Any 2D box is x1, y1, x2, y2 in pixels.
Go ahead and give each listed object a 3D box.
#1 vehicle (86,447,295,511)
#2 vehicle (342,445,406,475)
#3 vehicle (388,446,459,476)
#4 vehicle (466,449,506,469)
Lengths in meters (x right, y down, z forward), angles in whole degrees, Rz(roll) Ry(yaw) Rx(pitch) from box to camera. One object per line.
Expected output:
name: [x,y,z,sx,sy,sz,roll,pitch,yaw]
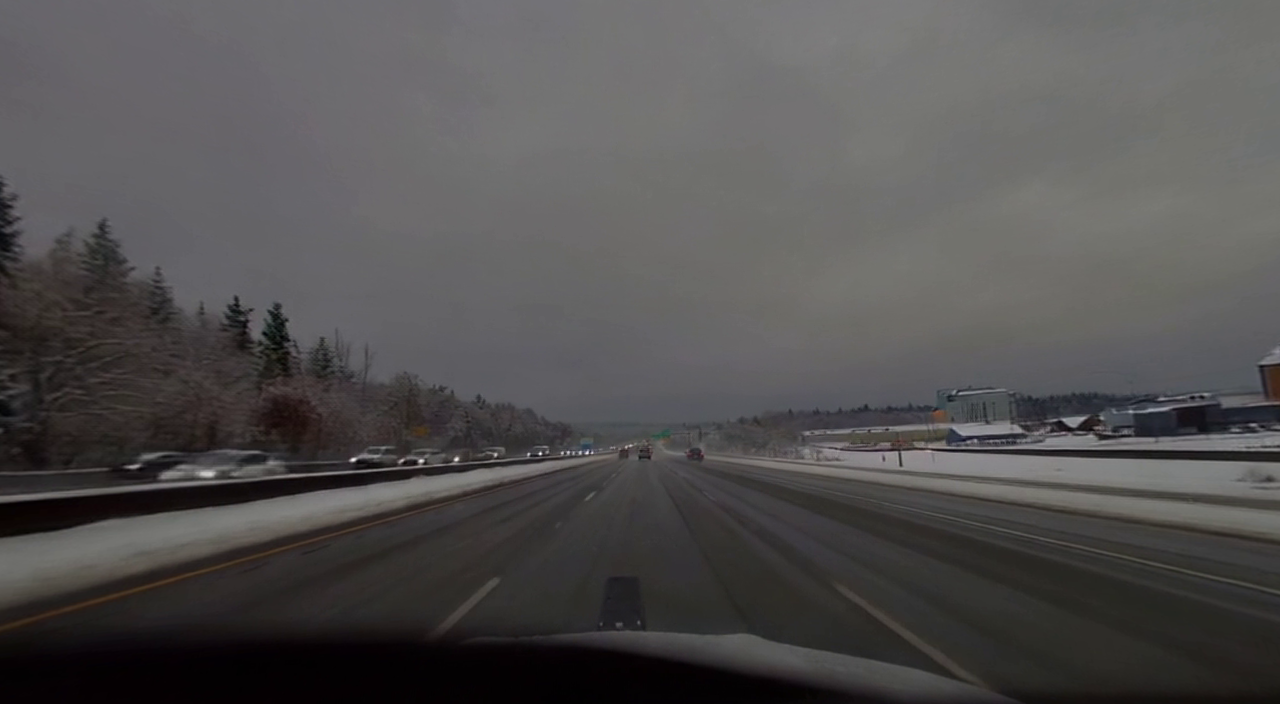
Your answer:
vehicle: [-11.437,3.227,16.587,1.982,1.420,4.712,0,-9,1]
vehicle: [-15.238,6.204,36.357,1.841,1.586,4.041,0,-9,1]
vehicle: [-11.531,5.851,33.954,2.025,1.474,4.804,0,-9,1]
vehicle: [-11.436,7.994,47.054,1.893,1.419,3.812,-1,-9,2]
